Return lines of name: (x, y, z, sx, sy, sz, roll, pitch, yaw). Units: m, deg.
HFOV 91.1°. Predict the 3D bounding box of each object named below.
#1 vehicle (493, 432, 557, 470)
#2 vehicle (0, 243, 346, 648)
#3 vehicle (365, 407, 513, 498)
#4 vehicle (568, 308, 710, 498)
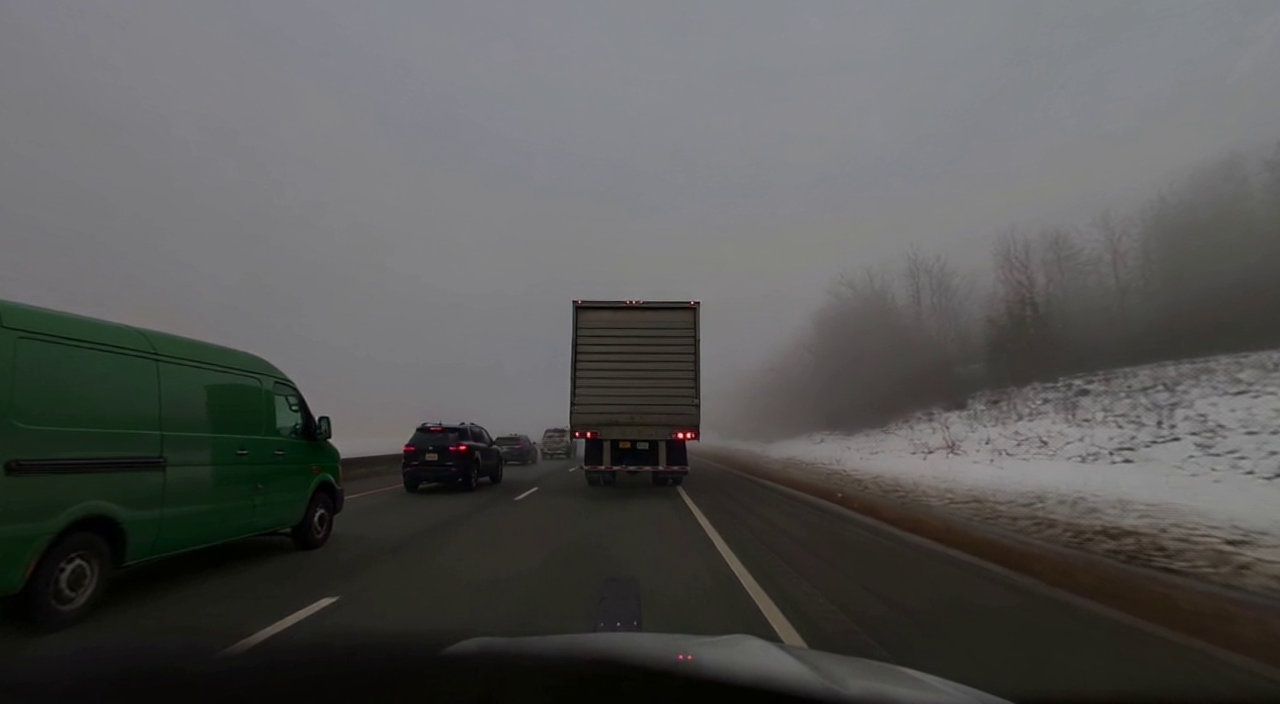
vehicle: (-4.903, 4.274, 27.480, 1.931, 1.539, 4.441, 0, -8, 0)
vehicle: (-5.257, 0.829, 5.736, 2.478, 2.515, 5.438, 0, -8, 0)
vehicle: (-4.921, 2.550, 16.321, 2.168, 1.985, 4.952, 0, -8, 0)
vehicle: (-0.040, 1.724, 18.385, 2.953, 4.041, 10.072, 0, -8, 0)
